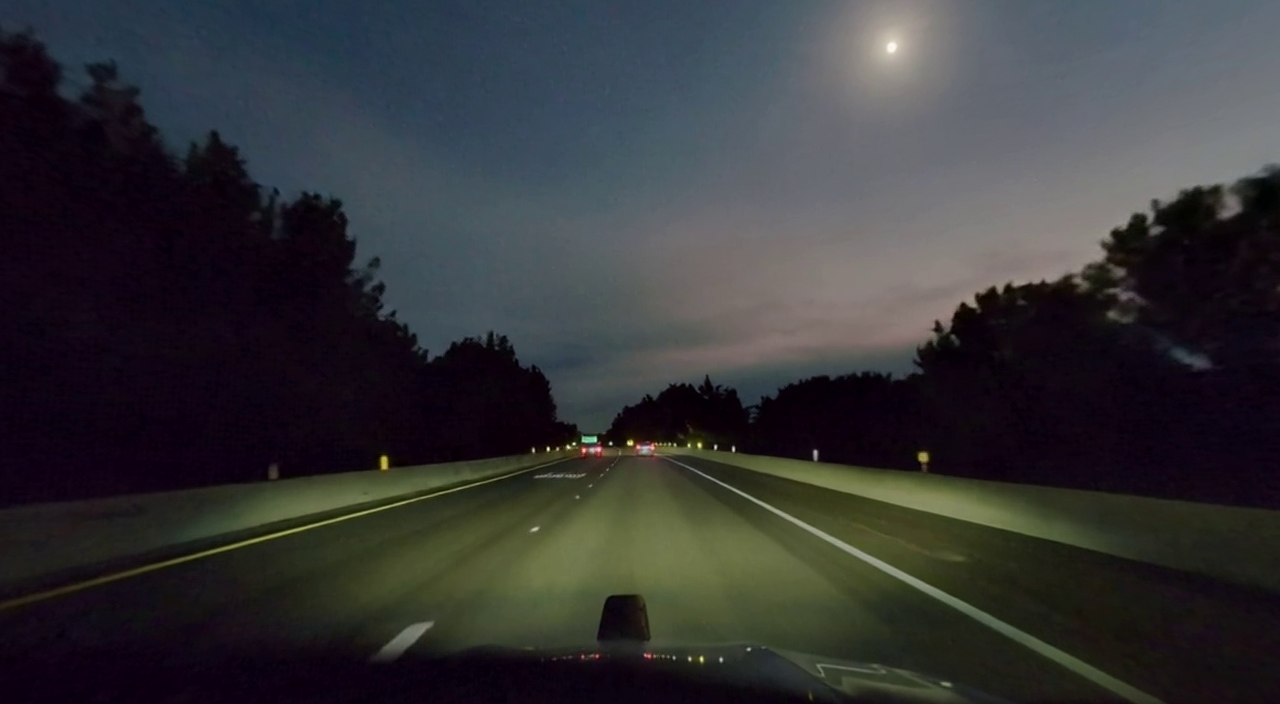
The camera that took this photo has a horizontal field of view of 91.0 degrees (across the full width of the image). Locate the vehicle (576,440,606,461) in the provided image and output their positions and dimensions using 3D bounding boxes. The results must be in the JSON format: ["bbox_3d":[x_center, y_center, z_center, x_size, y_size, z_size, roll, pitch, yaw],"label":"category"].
[{"bbox_3d":[-3.768,7.623,48.869,2.057,1.514,3.845,0,-8,0],"label":"vehicle"}]
